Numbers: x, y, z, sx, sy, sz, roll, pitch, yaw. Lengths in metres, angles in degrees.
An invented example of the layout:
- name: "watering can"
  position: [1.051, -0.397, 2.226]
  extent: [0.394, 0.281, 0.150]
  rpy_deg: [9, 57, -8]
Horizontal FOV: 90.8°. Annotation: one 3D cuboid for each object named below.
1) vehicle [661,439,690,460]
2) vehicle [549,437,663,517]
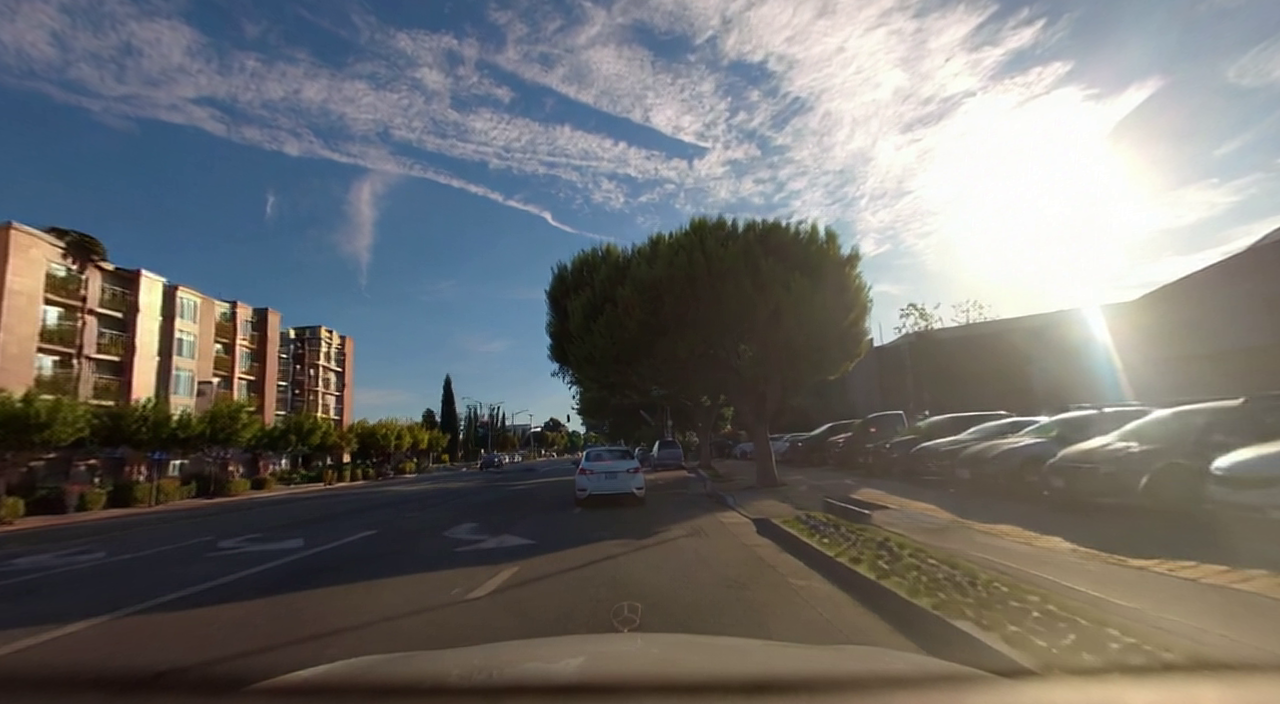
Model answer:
- name: "vehicle"
  position: [2.594, 7.266, 46.999]
  extent: [1.972, 1.484, 3.974]
  rpy_deg: [0, -9, 0]
- name: "vehicle"
  position: [-0.752, 2.669, 14.054]
  extent: [2.116, 1.479, 4.358]
  rpy_deg: [0, -9, -3]
